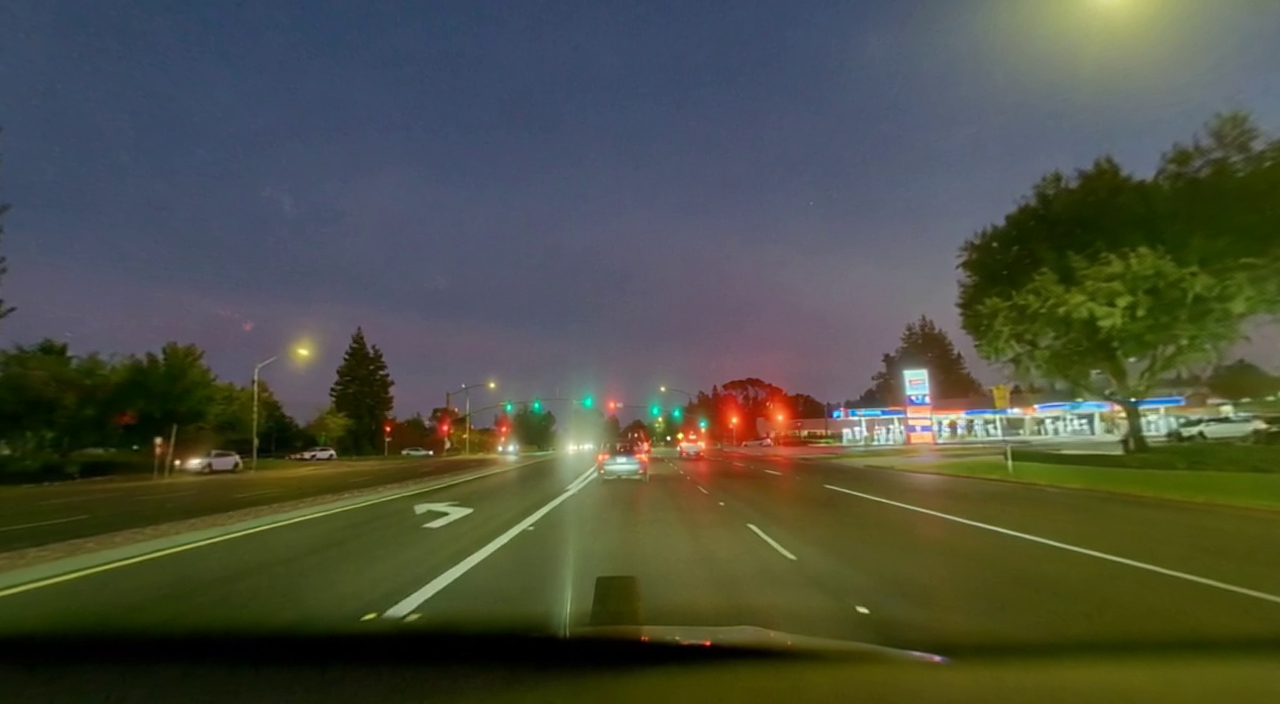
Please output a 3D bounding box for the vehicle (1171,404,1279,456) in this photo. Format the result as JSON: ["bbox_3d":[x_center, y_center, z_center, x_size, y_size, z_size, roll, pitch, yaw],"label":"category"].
[{"bbox_3d":[30.370,4.003,31.792,2.305,2.369,5.485,0,-8,-1],"label":"vehicle"}]

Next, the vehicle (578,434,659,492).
[{"bbox_3d":[-0.544,3.081,17.874,2.040,1.451,3.736,0,-8,0],"label":"vehicle"}]
